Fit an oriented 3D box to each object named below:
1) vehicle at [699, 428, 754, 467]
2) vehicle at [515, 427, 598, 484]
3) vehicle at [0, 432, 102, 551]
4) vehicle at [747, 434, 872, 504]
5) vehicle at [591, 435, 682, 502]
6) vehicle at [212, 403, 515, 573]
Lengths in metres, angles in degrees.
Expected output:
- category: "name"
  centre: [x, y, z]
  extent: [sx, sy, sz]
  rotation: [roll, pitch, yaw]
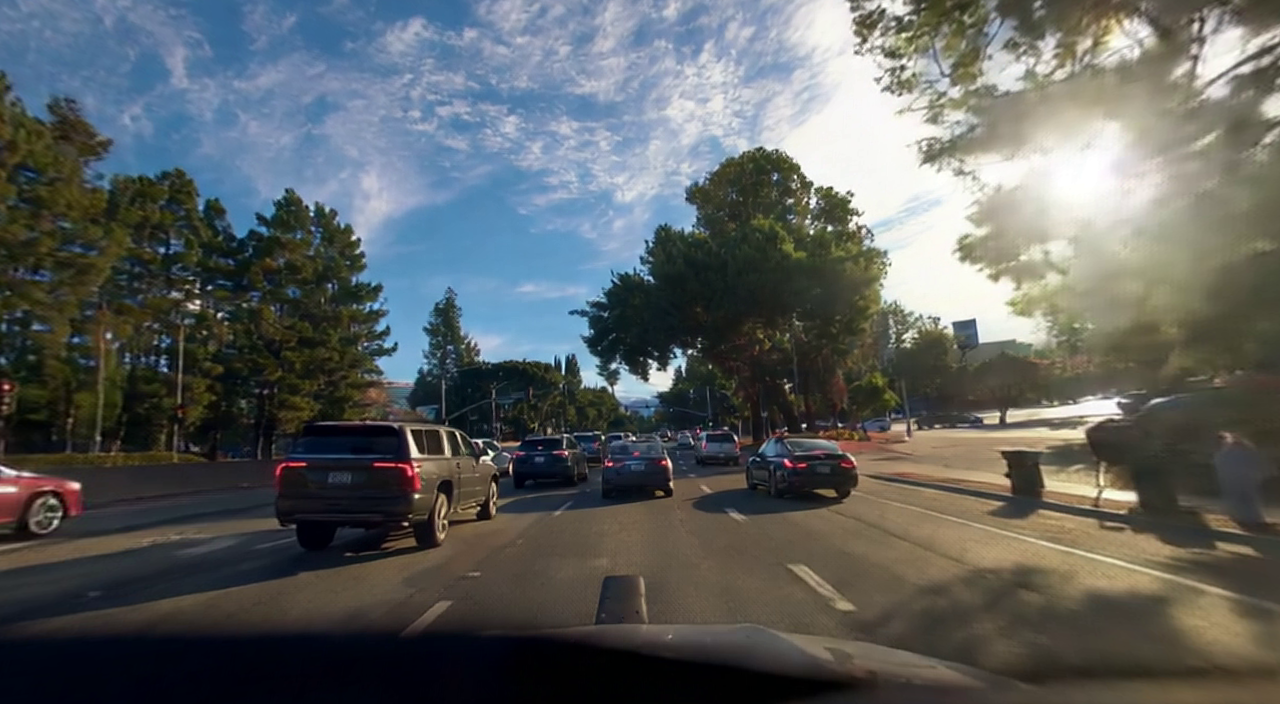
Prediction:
- category: "vehicle"
  centre: [4.306, 4.858, 32.197]
  extent: [2.099, 1.845, 4.363]
  rotation: [0, -8, -1]
- category: "vehicle"
  centre: [-2.869, 3.703, 22.800]
  extent: [2.218, 1.829, 4.492]
  rotation: [-1, -8, 3]
- category: "vehicle"
  centre: [-9.092, 1.637, 7.088]
  extent: [2.146, 1.480, 4.589]
  rotation: [0, -8, -2]
- category: "vehicle"
  centre: [3.952, 2.794, 15.512]
  extent: [1.884, 1.463, 4.195]
  rotation: [0, -8, 0]
- category: "vehicle"
  centre: [-0.062, 2.955, 16.462]
  extent: [2.030, 1.477, 4.330]
  rotation: [0, -8, 1]
- category: "vehicle"
  centre: [-3.399, 1.800, 9.263]
  extent: [2.111, 1.745, 5.274]
  rotation: [0, -8, -1]
